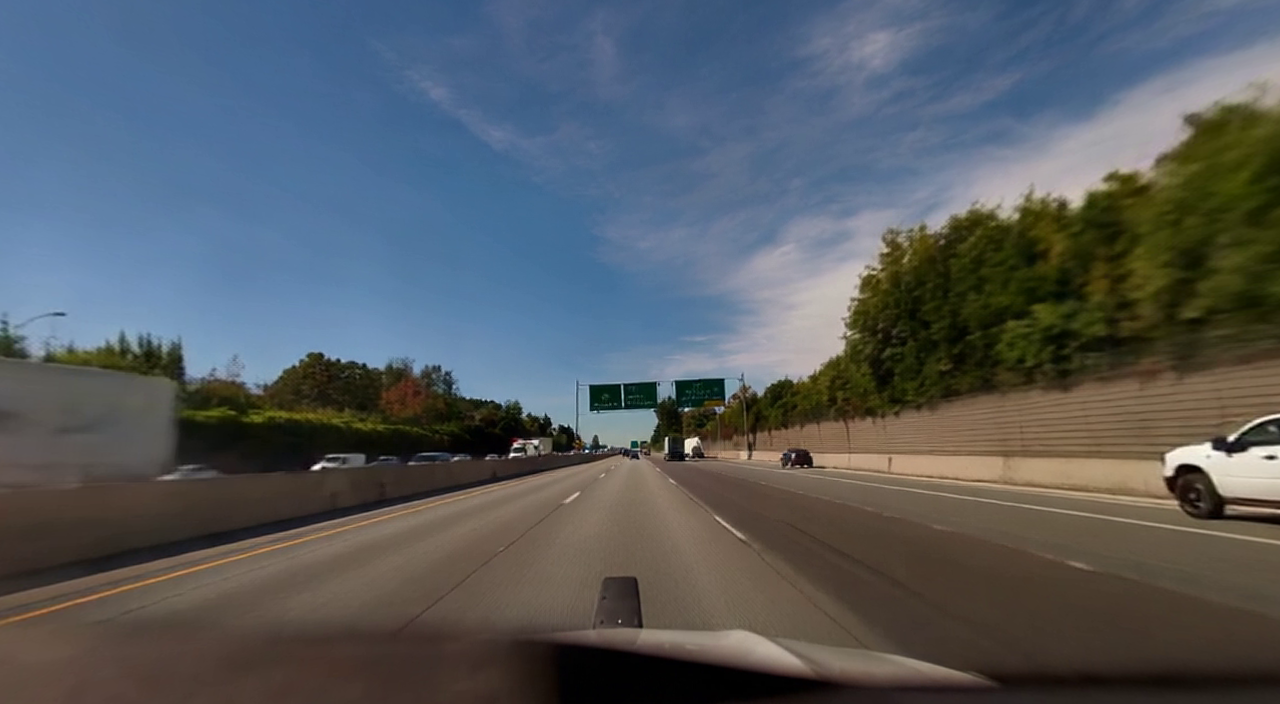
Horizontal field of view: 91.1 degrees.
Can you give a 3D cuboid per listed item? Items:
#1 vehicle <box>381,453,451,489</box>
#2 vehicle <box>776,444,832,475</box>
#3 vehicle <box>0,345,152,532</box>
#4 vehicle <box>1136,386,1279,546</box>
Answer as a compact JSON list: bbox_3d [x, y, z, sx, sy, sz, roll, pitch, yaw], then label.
[{"bbox_3d":[-9.944,5.292,28.206,1.782,1.439,3.702,0,-9,0],"label":"vehicle"},{"bbox_3d":[9.517,6.279,36.889,1.950,1.632,4.845,0,-9,-1],"label":"vehicle"},{"bbox_3d":[-16.049,1.407,10.573,3.520,4.128,15.275,0,-9,0],"label":"vehicle"},{"bbox_3d":[9.390,1.388,7.584,2.184,2.052,5.650,0,-9,1],"label":"vehicle"}]
